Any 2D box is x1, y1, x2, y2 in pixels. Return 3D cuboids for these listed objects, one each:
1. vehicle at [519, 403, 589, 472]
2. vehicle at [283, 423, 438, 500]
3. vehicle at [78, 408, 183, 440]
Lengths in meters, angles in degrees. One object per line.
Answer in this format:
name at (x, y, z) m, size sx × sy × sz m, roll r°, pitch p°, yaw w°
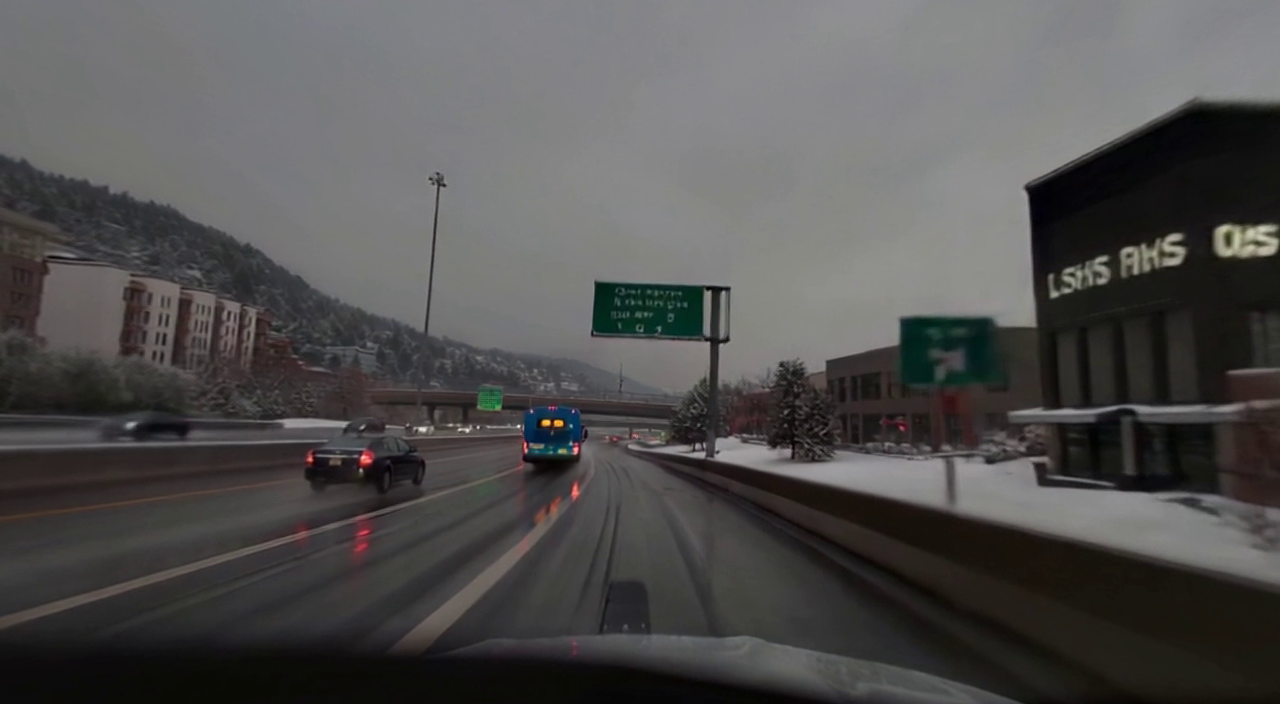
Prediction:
vehicle at (-4.121, 4.413, 31.616) m, size 2.888 × 2.944 × 8.373 m, roll 2°, pitch -10°, yaw -5°
vehicle at (-7.010, 2.802, 16.448) m, size 1.993 × 1.690 × 4.450 m, roll 0°, pitch -9°, yaw 0°
vehicle at (-32.015, 4.590, 39.825) m, size 2.187 × 1.813 × 5.007 m, roll -1°, pitch -9°, yaw 4°
